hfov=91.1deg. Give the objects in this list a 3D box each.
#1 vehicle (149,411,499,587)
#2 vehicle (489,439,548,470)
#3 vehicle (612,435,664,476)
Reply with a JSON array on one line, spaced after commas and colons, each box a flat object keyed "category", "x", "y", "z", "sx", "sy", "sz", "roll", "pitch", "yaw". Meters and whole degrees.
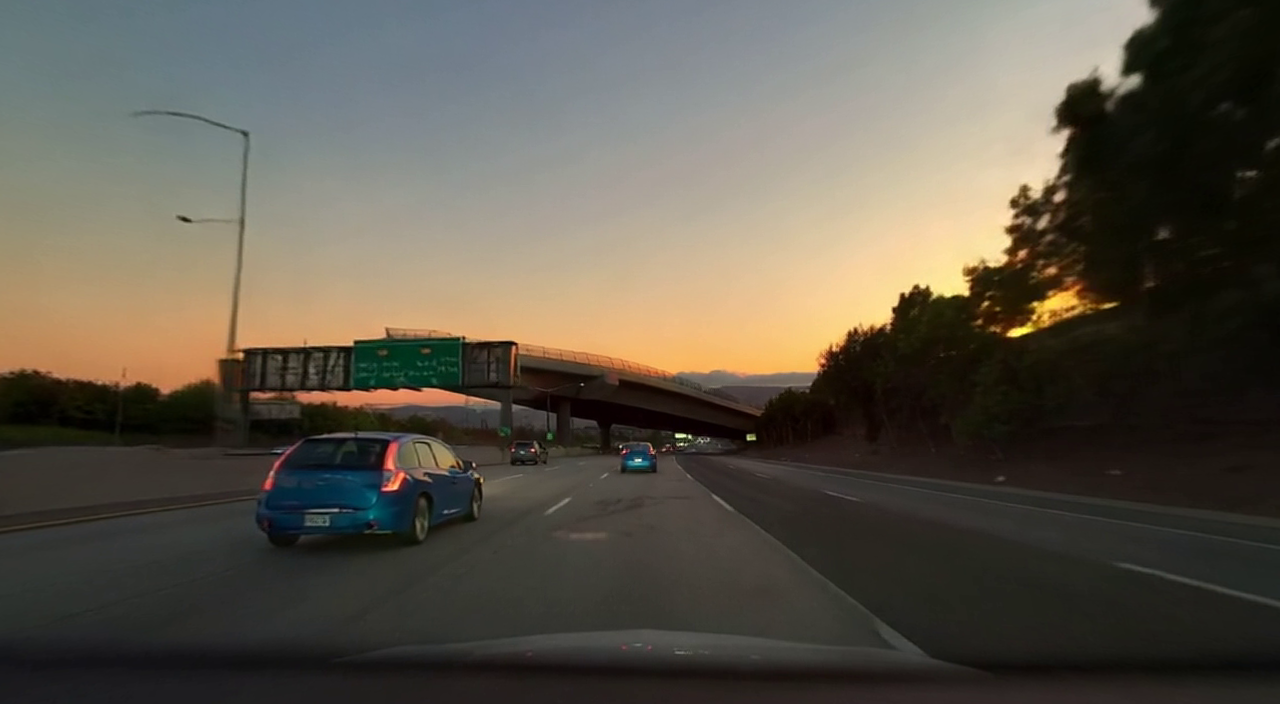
[{"category": "vehicle", "x": -3.476, "y": 1.713, "z": 8.199, "sx": 2.124, "sy": 1.607, "sz": 4.531, "roll": 0, "pitch": -9, "yaw": 1}, {"category": "vehicle", "x": -6.278, "y": 5.359, "z": 33.002, "sx": 1.994, "sy": 1.519, "sz": 4.668, "roll": 0, "pitch": -9, "yaw": 2}, {"category": "vehicle", "x": -0.055, "y": 4.627, "z": 28.283, "sx": 2.155, "sy": 1.690, "sz": 4.318, "roll": 0, "pitch": -9, "yaw": 1}]
